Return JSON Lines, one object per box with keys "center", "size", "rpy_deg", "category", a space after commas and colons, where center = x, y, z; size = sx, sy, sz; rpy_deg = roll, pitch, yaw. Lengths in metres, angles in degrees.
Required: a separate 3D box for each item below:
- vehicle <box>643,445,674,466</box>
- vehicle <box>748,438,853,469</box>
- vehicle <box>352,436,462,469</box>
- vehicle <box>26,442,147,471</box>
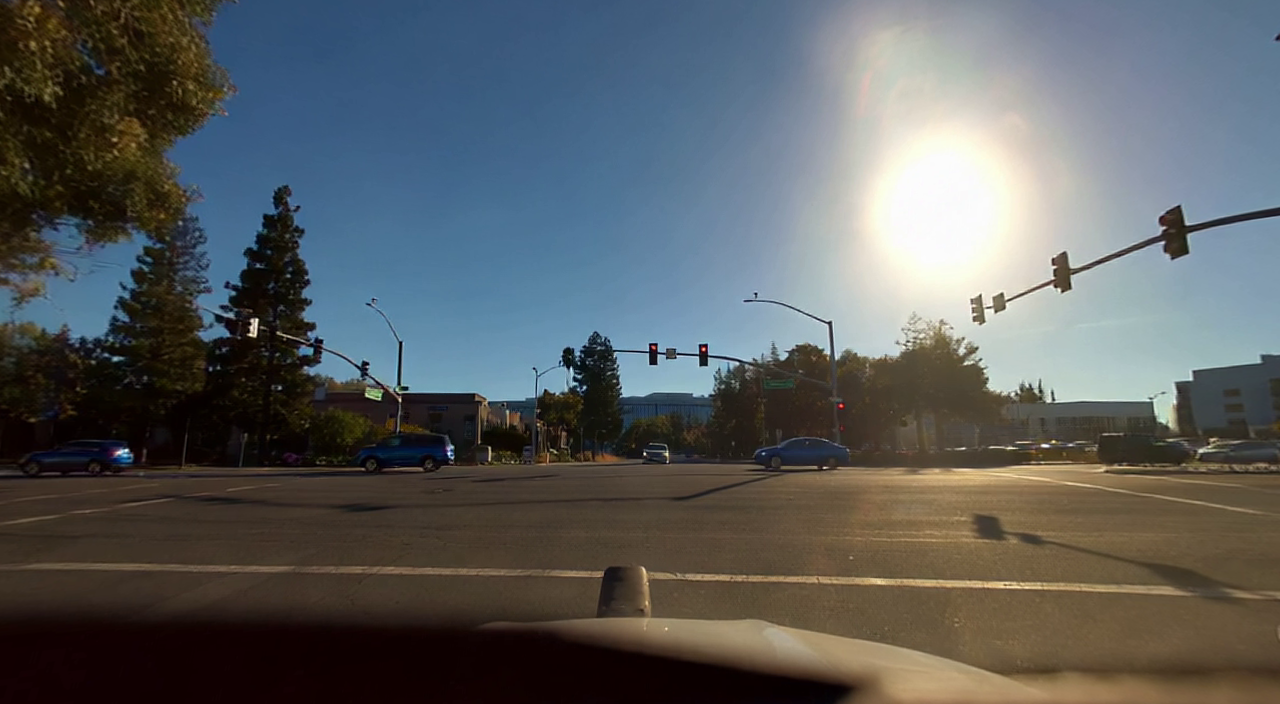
{"center": [1.297, 7.634, 46.475], "size": [2.132, 1.449, 4.235], "rpy_deg": [0, -9, 0], "category": "vehicle"}
{"center": [7.790, 4.961, 30.953], "size": [4.681, 1.465, 1.820], "rpy_deg": [0, -9, 2], "category": "vehicle"}
{"center": [-11.600, 5.035, 31.546], "size": [4.735, 1.588, 1.877], "rpy_deg": [0, -9, 2], "category": "vehicle"}
{"center": [-28.136, 5.307, 32.131], "size": [4.443, 1.426, 1.778], "rpy_deg": [0, -9, 0], "category": "vehicle"}
